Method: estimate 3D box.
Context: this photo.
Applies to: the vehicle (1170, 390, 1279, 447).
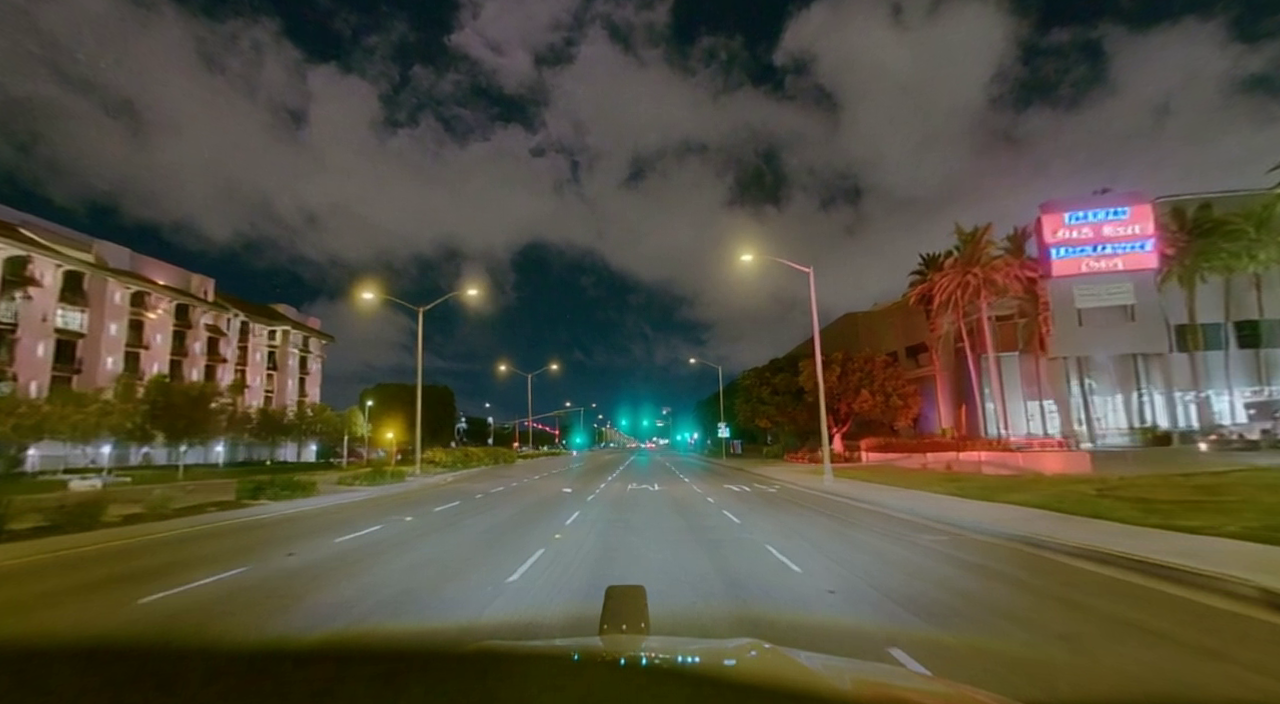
[{"bbox_3d":[21.611,2.323,21.516,2.222,1.818,5.099,1,-8,-6],"label":"vehicle"}]
